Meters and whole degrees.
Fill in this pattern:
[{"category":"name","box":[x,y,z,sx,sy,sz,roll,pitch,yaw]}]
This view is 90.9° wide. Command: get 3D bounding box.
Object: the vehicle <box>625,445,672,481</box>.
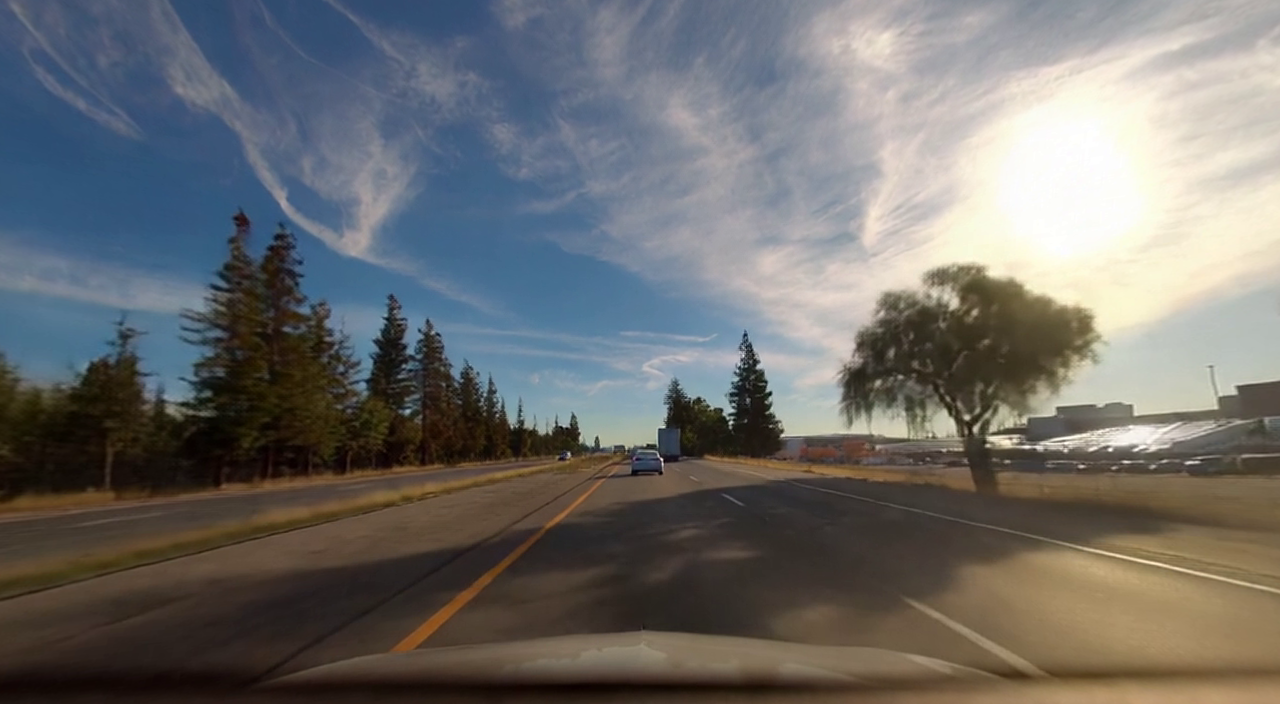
[{"category":"vehicle","box":[0.379,5.215,29.851,2.045,1.527,4.023,0,-9,0]}]
